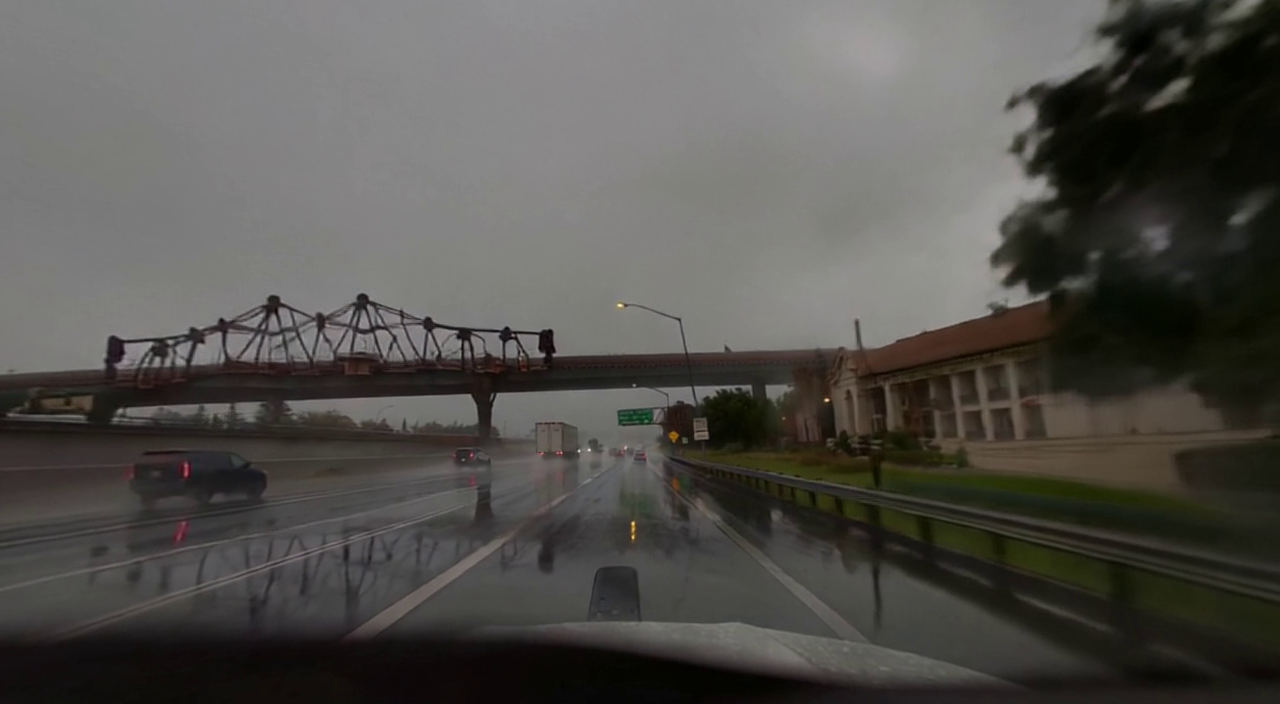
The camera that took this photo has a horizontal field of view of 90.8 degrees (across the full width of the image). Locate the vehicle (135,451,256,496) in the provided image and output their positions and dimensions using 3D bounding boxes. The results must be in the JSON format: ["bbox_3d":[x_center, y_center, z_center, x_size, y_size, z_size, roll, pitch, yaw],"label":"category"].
[{"bbox_3d":[-19.228,5.239,27.640,1.932,1.752,4.541,0,-8,0],"label":"vehicle"}]
